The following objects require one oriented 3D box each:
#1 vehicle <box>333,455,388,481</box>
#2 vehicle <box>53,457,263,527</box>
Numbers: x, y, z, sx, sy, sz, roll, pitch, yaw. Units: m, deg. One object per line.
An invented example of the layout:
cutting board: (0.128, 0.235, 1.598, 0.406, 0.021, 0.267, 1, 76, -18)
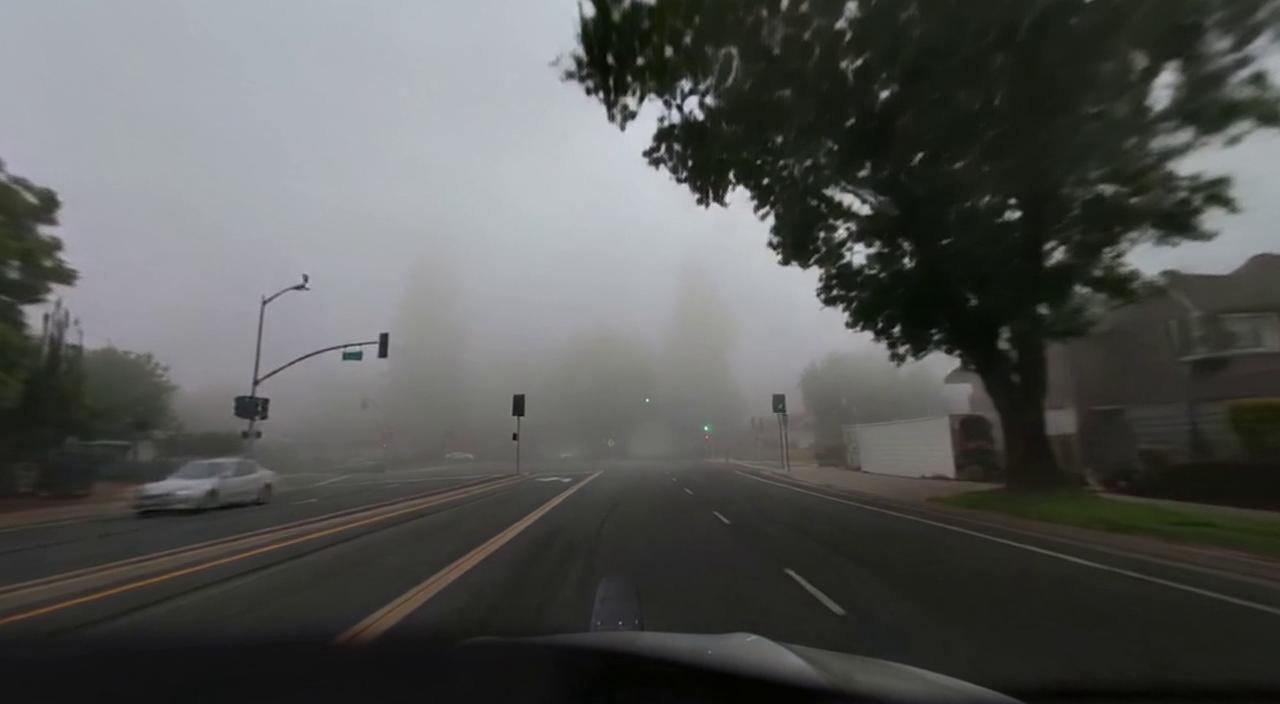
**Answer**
vehicle: (-17.483, 7.184, 39.382, 2.018, 1.500, 4.433, 6, -11, -37)
vehicle: (-12.604, 3.634, 17.037, 1.923, 1.516, 4.735, 0, -9, 0)
